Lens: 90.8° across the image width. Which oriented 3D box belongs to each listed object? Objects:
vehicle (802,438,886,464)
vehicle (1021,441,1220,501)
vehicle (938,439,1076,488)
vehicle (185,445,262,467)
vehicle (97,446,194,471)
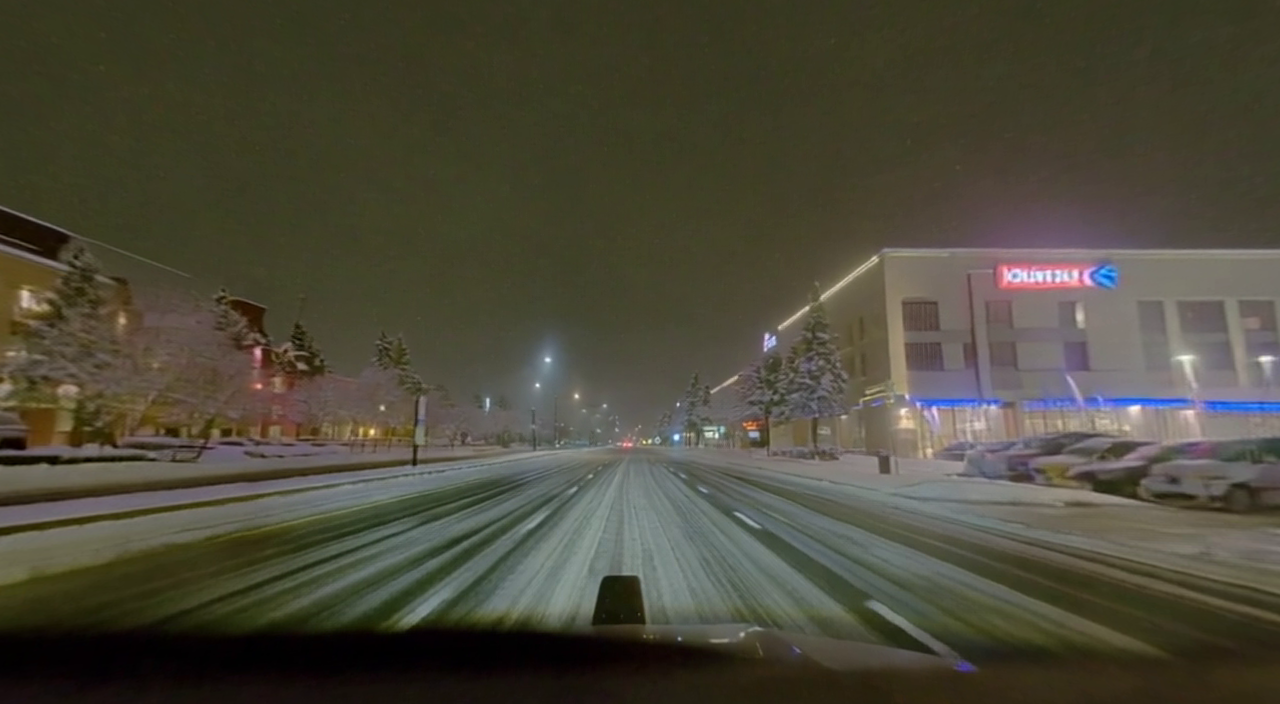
[{"bbox_3d":[14.161,6.867,44.028,5.134,1.732,2.047,0,-8,0],"label":"vehicle"},{"bbox_3d":[13.002,3.197,17.526,1.865,1.434,4.373,1,-8,-4],"label":"vehicle"},{"bbox_3d":[12.762,3.893,22.433,1.928,1.465,4.874,-2,-9,-1],"label":"vehicle"},{"bbox_3d":[-30.679,7.661,46.624,4.323,1.467,1.895,-1,-8,-1],"label":"vehicle"},{"bbox_3d":[-30.342,6.516,38.839,4.311,1.457,1.808,0,-8,-2],"label":"vehicle"}]
